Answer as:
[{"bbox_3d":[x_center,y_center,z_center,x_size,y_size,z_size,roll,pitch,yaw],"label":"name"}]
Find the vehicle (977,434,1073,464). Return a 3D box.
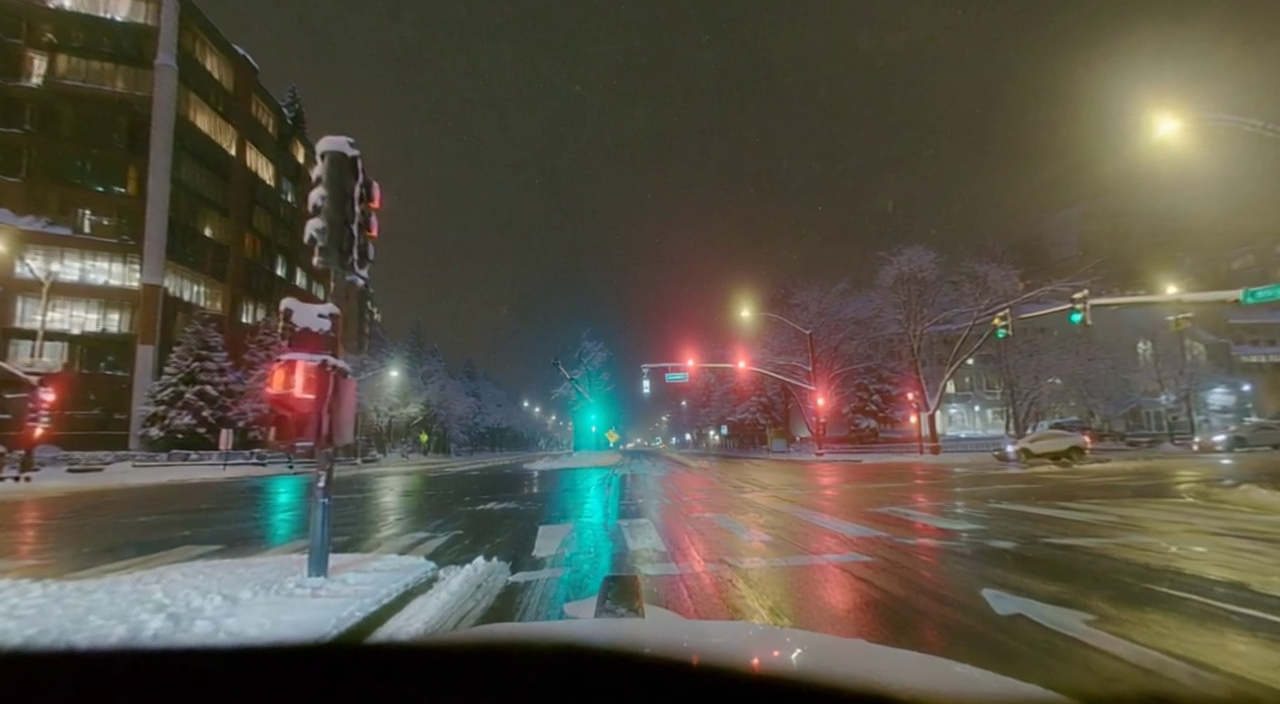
[{"bbox_3d":[21.889,5.501,35.803,4.769,1.634,1.884,3,-9,-19],"label":"vehicle"}]
